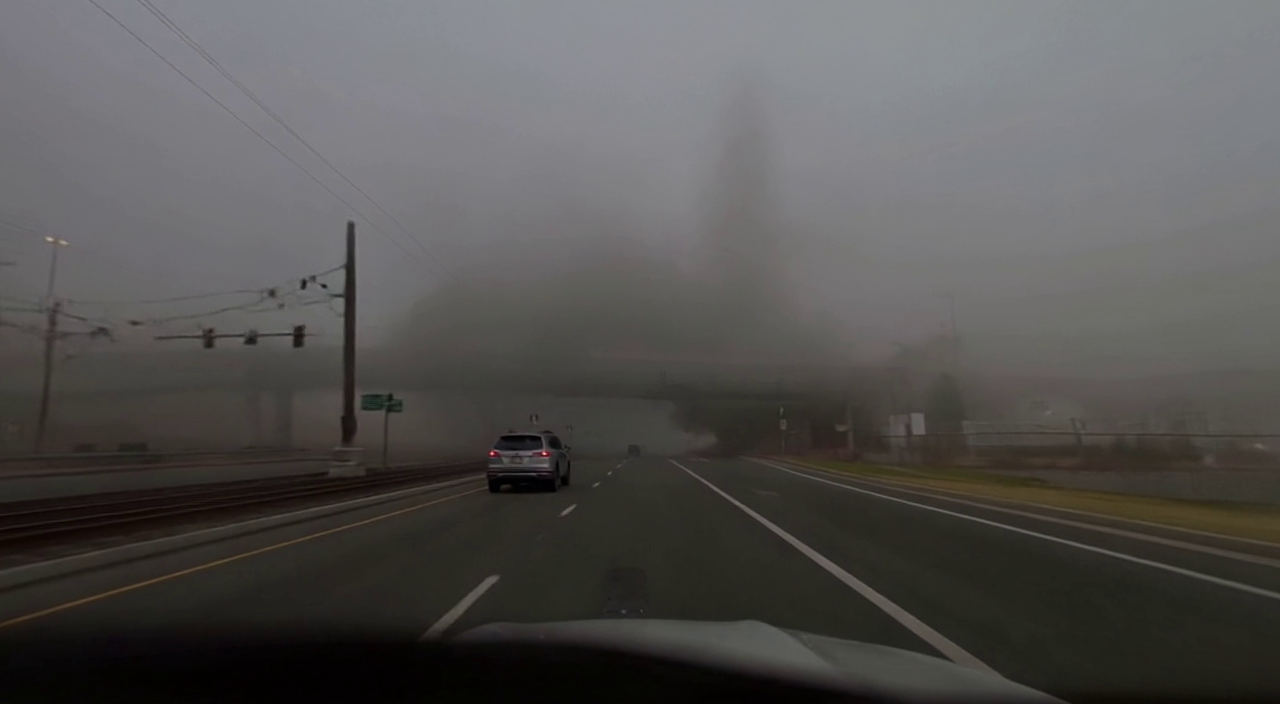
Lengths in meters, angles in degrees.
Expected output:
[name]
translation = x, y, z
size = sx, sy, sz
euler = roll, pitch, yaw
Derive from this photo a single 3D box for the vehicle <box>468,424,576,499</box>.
[vehicle]
translation = -2.939, 2.842, 16.621
size = 1.882, 1.704, 4.335
euler = 0, -8, 2
